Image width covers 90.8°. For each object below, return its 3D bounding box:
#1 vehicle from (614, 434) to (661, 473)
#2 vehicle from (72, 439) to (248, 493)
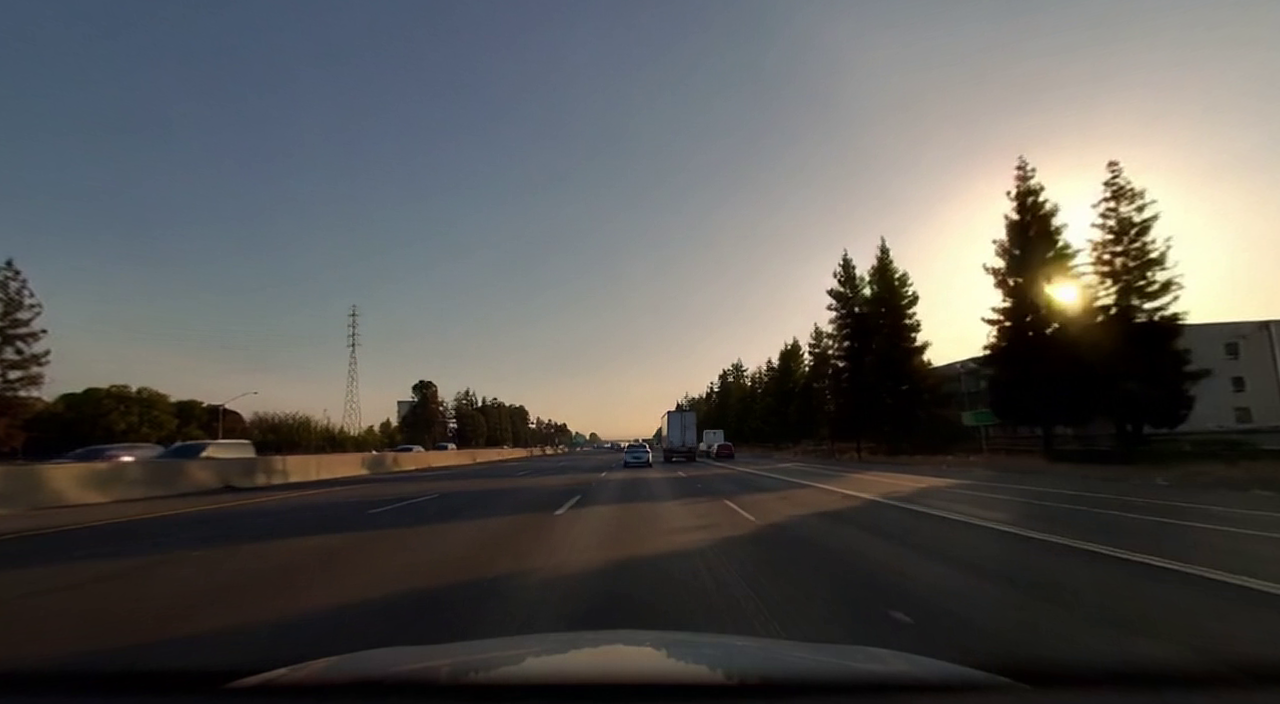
[{"bbox_3d":[-0.171,5.375,33.621,2.297,1.912,4.355,0,-8,-1],"label":"vehicle"},{"bbox_3d":[-17.907,4.256,24.091,2.226,1.790,5.699,0,-8,0],"label":"vehicle"}]
